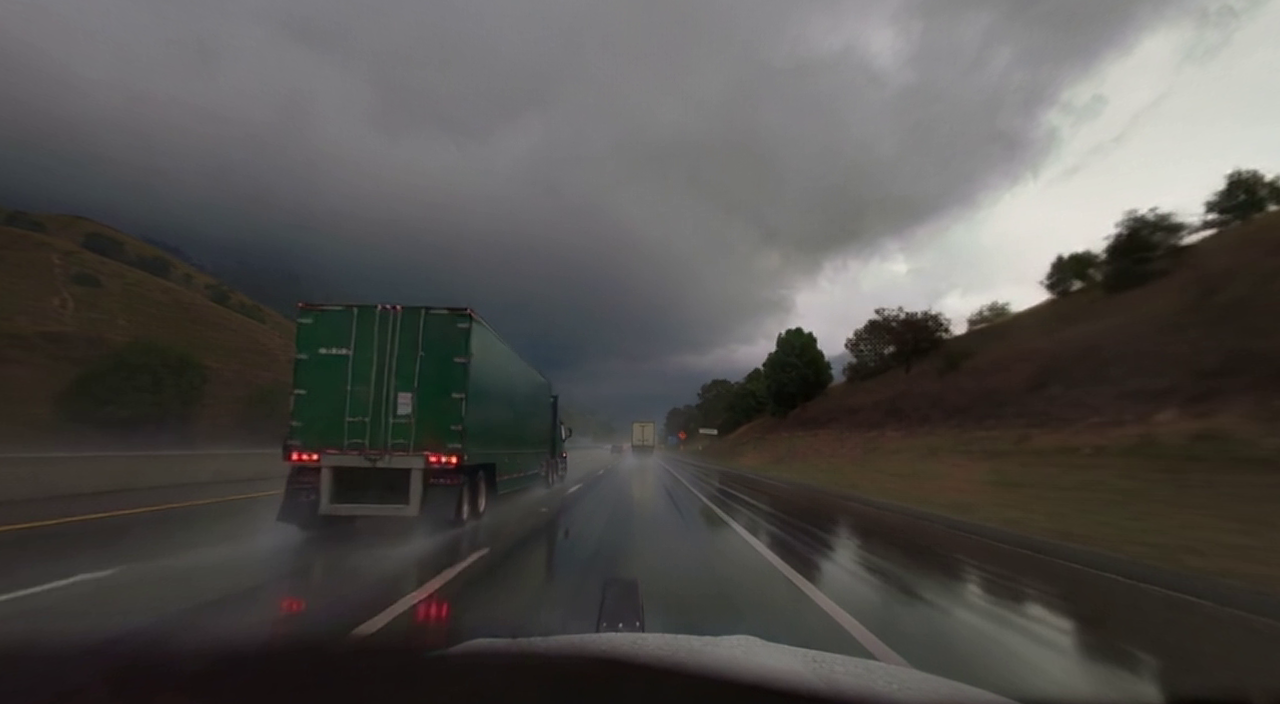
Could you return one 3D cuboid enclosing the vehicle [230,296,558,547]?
[{"bbox_3d":[-3.879,1.686,13.695,2.789,3.271,10.894,1,-9,0],"label":"vehicle"}]
